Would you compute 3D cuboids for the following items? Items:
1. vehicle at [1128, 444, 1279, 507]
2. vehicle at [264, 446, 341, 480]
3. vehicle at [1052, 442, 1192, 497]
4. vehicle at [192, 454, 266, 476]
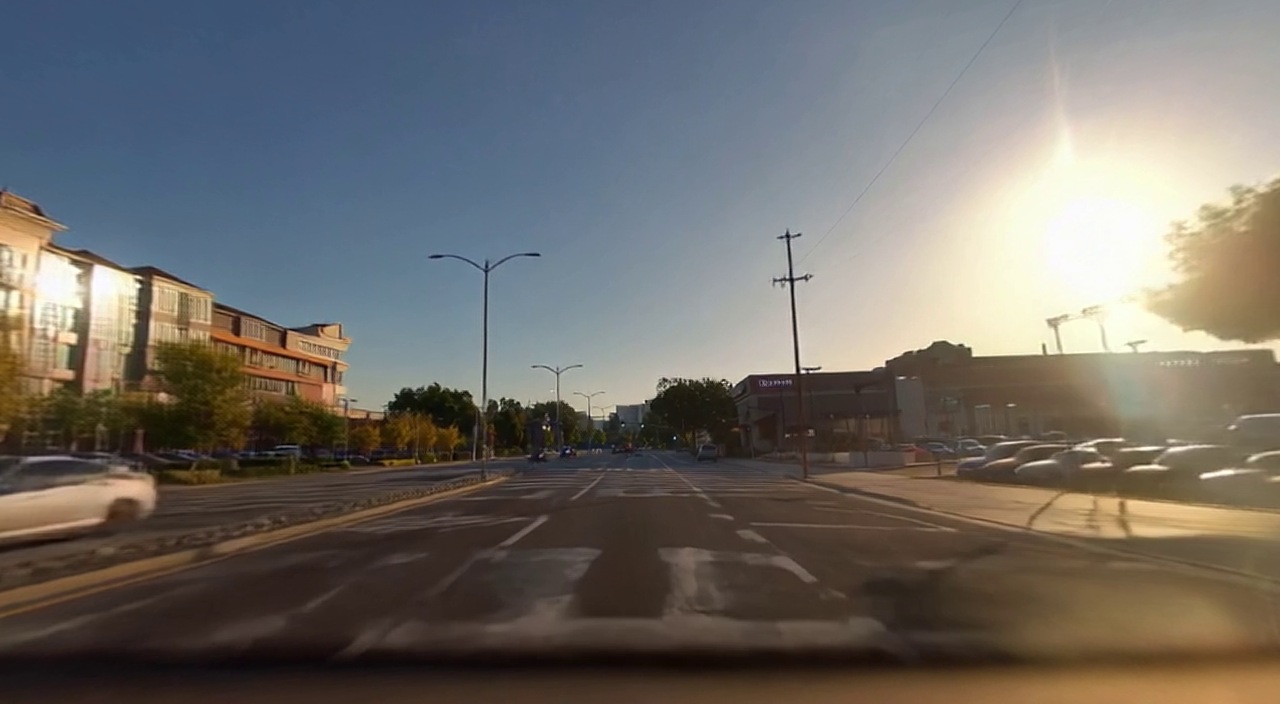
[{"bbox_3d":[16.571,3.464,18.116,4.313,1.584,2.282,5,-10,-29],"label":"vehicle"},{"bbox_3d":[-19.945,6.554,37.338,2.043,1.827,4.547,0,-9,0],"label":"vehicle"},{"bbox_3d":[16.213,3.875,21.109,4.222,1.669,2.050,5,-10,-28],"label":"vehicle"},{"bbox_3d":[-30.645,8.403,46.888,4.400,1.524,1.849,6,-11,-37],"label":"vehicle"}]
